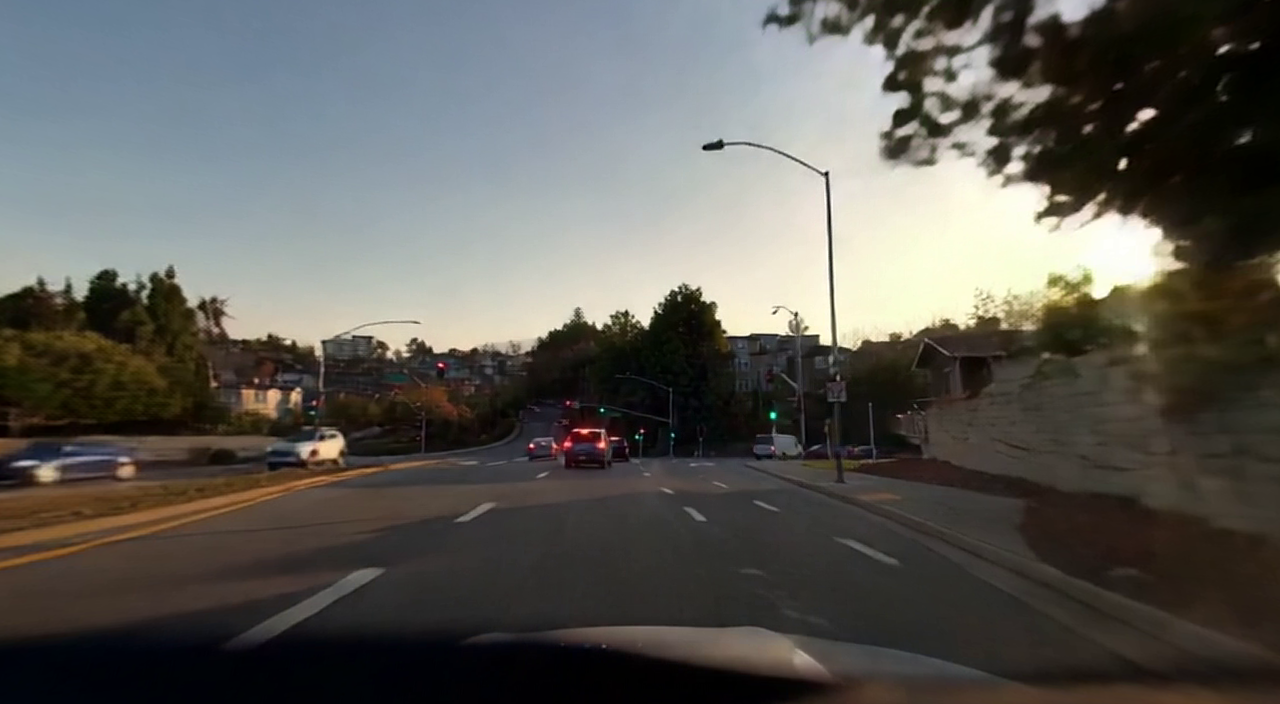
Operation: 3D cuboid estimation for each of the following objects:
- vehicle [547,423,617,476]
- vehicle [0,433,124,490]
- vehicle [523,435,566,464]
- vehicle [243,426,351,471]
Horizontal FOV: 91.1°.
[{"bbox_3d":[-2.088,3.708,24.113,2.152,1.822,4.391,0,-8,2],"label":"vehicle"},{"bbox_3d":[-19.084,3.366,19.758,1.924,1.598,4.652,1,-8,-4],"label":"vehicle"},{"bbox_3d":[-5.166,5.305,34.303,1.753,1.458,3.742,0,-8,0],"label":"vehicle"},{"bbox_3d":[-15.031,4.254,27.884,2.086,1.797,4.749,0,-8,0],"label":"vehicle"}]
